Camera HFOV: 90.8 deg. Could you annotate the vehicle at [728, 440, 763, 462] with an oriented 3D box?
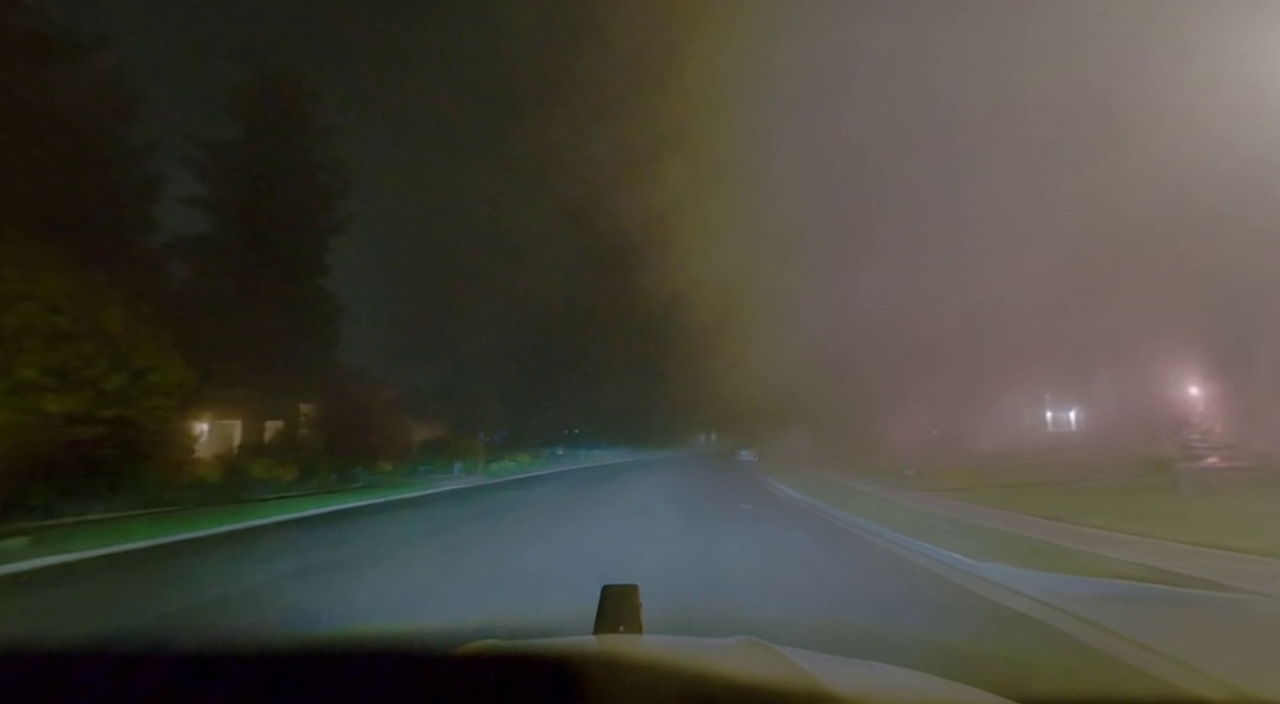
[{"bbox_3d":[7.787,7.392,47.200,2.088,1.522,4.449,-1,-8,3],"label":"vehicle"}]
